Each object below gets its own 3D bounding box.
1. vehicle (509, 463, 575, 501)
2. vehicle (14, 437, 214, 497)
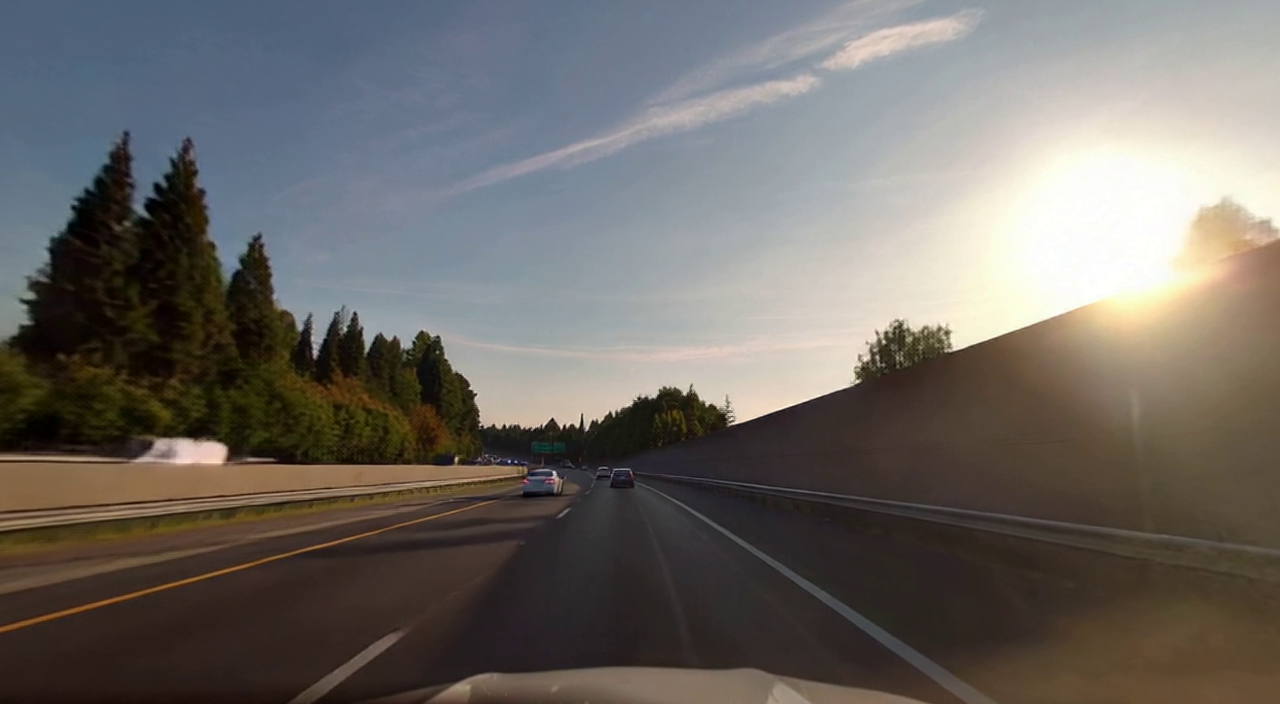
[{"bbox_3d":[-4.274,5.809,28.341,2.310,1.521,4.731,1,-11,-1],"label":"vehicle"},{"bbox_3d":[-16.617,3.716,20.371,2.289,1.672,4.818,1,-11,-1],"label":"vehicle"}]
